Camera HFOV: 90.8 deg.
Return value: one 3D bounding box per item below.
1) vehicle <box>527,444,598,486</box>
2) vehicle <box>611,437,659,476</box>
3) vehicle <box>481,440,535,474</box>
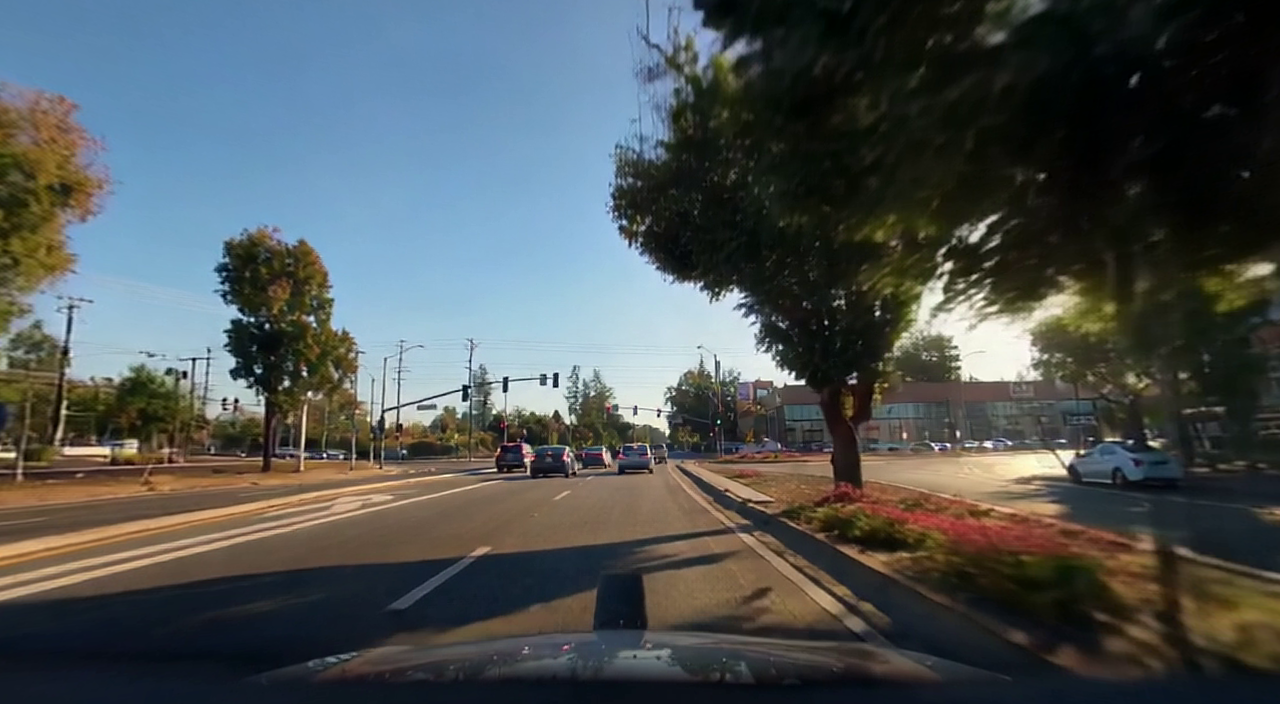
[{"bbox_3d":[-2.936,4.368,24.874,2.064,1.464,4.373,0,-8,2],"label":"vehicle"},{"bbox_3d":[-0.196,5.302,32.289,2.276,1.850,3.897,0,-8,2],"label":"vehicle"},{"bbox_3d":[-7.064,5.631,34.199,1.860,1.754,4.089,0,-8,3],"label":"vehicle"}]
